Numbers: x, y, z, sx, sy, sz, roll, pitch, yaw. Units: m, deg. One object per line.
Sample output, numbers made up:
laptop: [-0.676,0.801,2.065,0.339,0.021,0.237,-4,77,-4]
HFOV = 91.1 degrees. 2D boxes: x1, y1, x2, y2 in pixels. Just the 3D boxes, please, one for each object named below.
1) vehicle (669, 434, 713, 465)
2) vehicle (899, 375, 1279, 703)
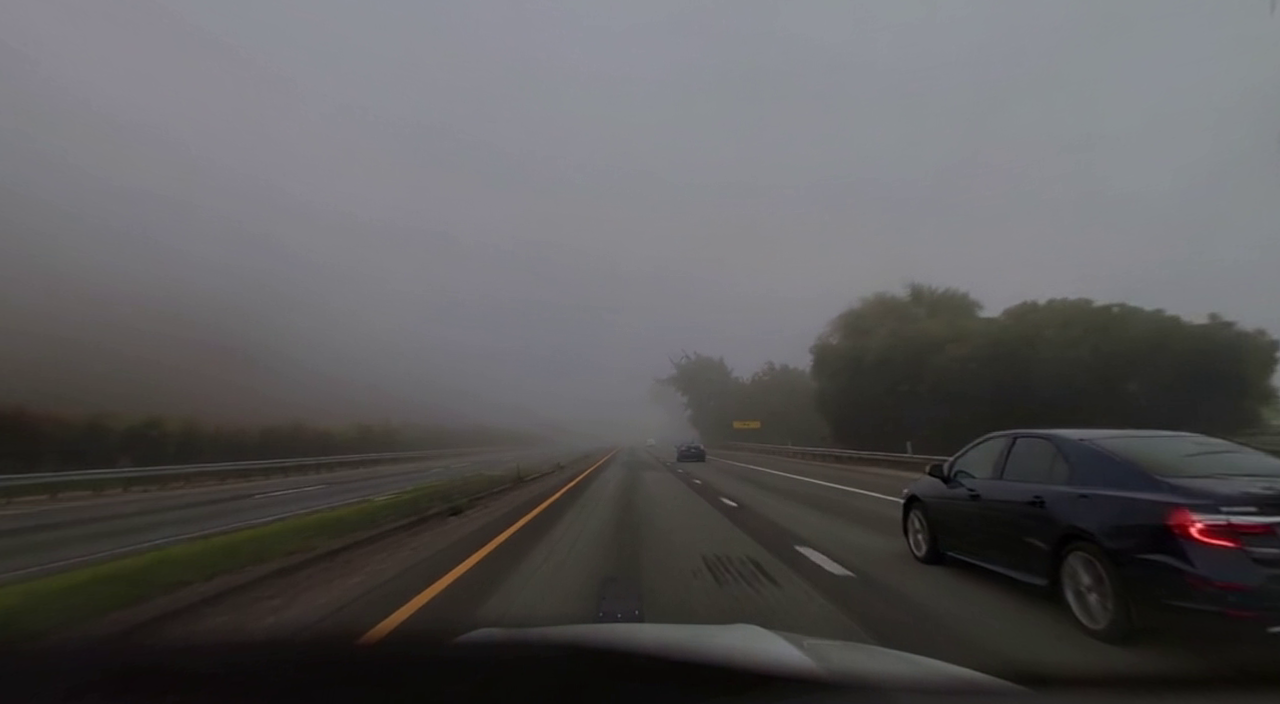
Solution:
vehicle: [2.893,5.632,36.630,2.066,1.661,4.500,0,-8,-2]
vehicle: [3.696,1.117,4.161,2.038,1.624,4.312,0,-8,-1]
